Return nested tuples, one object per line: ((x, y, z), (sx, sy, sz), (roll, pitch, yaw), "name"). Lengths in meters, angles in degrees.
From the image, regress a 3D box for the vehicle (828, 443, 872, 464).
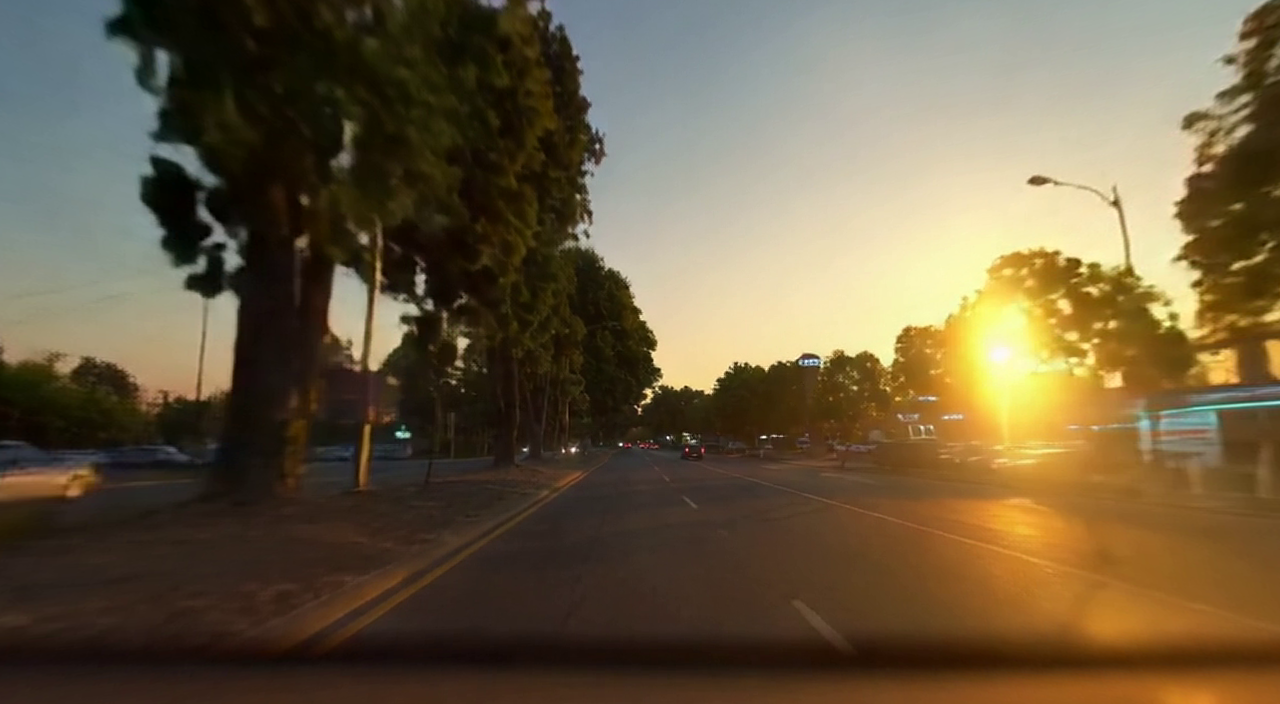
((15.941, 7.701, 48.171), (1.892, 1.421, 4.556), (-1, -8, 3), "vehicle")

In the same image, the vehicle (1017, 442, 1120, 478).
((19.647, 4.936, 29.203), (1.972, 1.461, 4.021), (0, -8, 0), "vehicle")

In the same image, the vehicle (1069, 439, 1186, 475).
((22.375, 4.840, 29.241), (1.895, 1.471, 4.511), (-2, -9, 2), "vehicle")

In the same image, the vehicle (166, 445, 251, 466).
((-29.707, 7.122, 43.558), (4.461, 1.441, 1.820), (0, -8, 0), "vehicle")

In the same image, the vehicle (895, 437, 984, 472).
((16.337, 5.593, 34.822), (2.052, 1.749, 5.213), (0, -8, -4), "vehicle")

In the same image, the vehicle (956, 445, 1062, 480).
((16.596, 4.946, 28.765), (1.863, 1.445, 4.703), (0, -8, -2), "vehicle")
